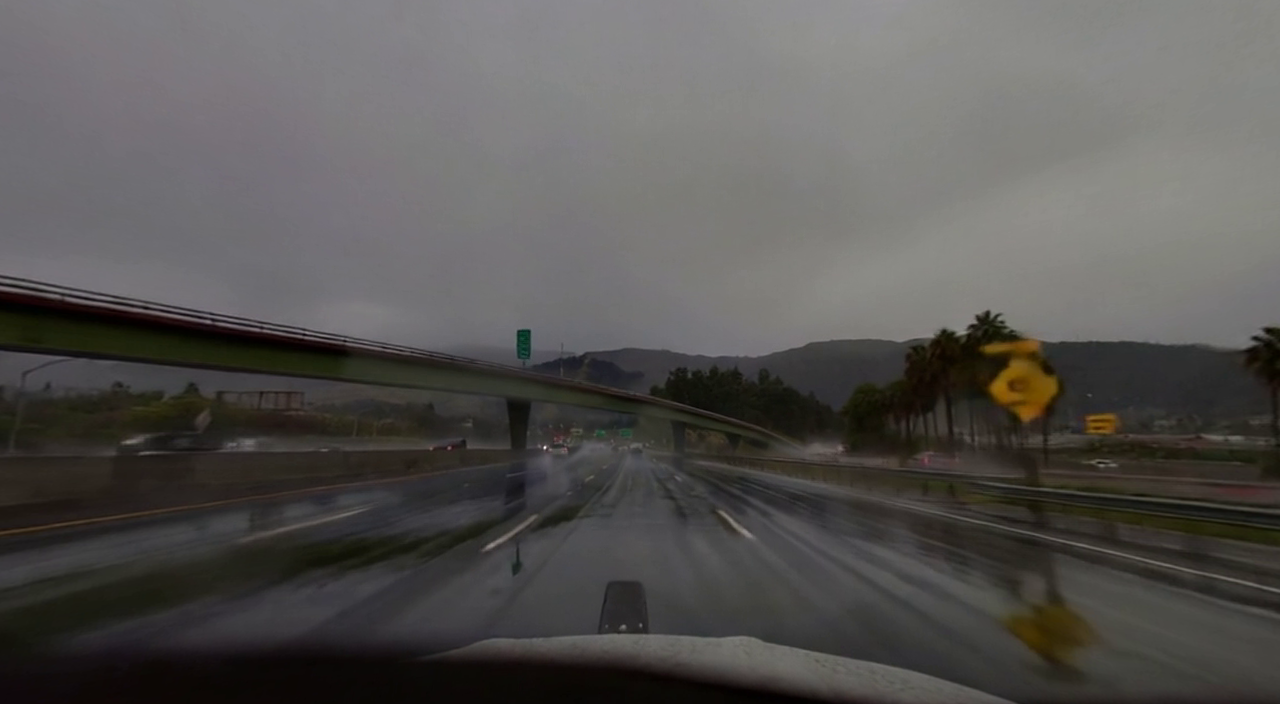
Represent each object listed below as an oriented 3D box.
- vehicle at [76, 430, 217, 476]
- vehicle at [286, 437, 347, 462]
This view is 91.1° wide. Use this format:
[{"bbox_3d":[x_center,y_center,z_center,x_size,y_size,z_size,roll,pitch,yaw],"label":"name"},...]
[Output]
[{"bbox_3d":[-20.328,4.185,26.191,2.189,1.709,4.513,0,-8,-1],"label":"vehicle"},{"bbox_3d":[-23.357,7.071,45.517,1.975,1.727,4.439,0,-8,1],"label":"vehicle"}]
